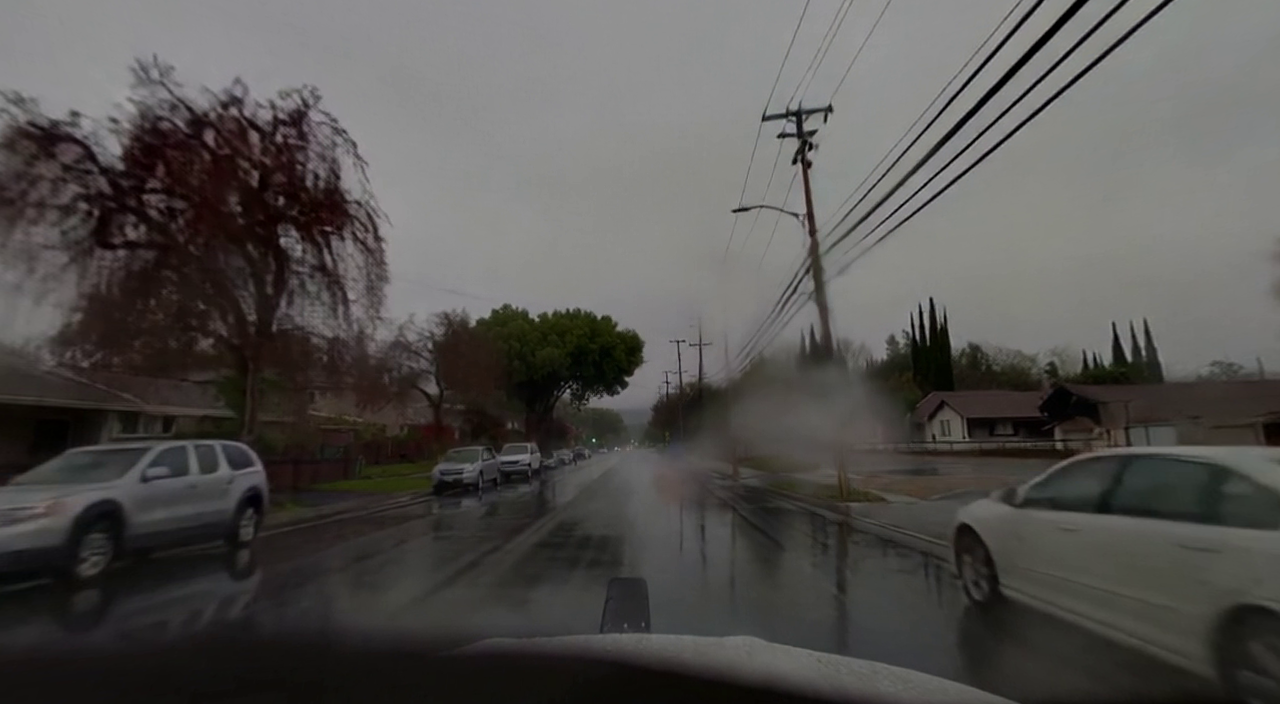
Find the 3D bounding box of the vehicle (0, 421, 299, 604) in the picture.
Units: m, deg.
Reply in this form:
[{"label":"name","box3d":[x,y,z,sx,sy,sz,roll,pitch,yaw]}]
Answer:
[{"label":"vehicle","box3d":[-6.657,1.871,8.222,2.027,1.695,4.437,-3,-8,-1]}]

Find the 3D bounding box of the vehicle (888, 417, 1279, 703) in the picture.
[{"label":"vehicle","box3d":[3.494,1.232,4.076,1.909,1.462,4.740,0,-8,1]}]

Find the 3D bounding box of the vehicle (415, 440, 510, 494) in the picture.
[{"label":"vehicle","box3d":[-6.575,4.297,24.113,2.120,1.799,5.370,-1,-8,0]}]

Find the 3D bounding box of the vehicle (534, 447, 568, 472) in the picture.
[{"label":"vehicle","box3d":[-6.679,8.152,47.911,1.852,1.510,4.812,-4,-7,-1]}]

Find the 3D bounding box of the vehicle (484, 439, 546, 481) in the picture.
[{"label":"vehicle","box3d":[-6.491,5.624,33.414,2.144,1.955,6.159,0,-7,-1]}]
